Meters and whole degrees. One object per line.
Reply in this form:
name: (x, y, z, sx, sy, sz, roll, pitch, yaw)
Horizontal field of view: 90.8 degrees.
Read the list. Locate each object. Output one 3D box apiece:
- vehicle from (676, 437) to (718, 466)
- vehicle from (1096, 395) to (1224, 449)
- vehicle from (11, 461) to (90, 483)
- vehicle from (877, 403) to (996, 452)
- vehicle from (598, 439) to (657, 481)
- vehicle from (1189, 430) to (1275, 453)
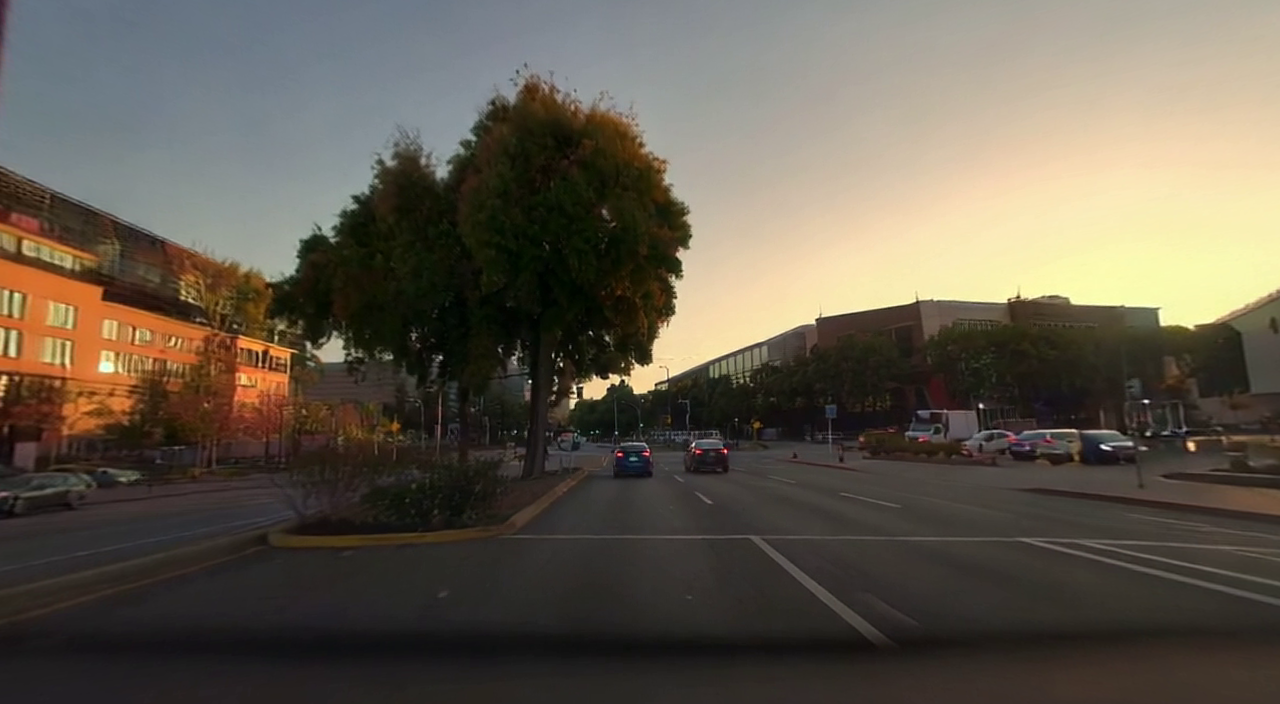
vehicle: (3.492, 6.185, 39.519, 2.100, 1.683, 4.231, 0, -8, -1)
vehicle: (33.147, 4.608, 40.628, 2.744, 3.127, 6.009, 0, -10, -2)
vehicle: (-42.955, 8.737, 46.080, 3.776, 1.466, 1.846, 0, -8, -2)
vehicle: (21.082, 5.440, 45.206, 7.049, 3.319, 2.728, 0, -8, -1)
vehicle: (-0.480, 4.181, 24.743, 2.110, 1.476, 4.294, 0, -8, -1)
vehicle: (38.362, 5.832, 41.085, 1.656, 1.427, 4.042, 0, -8, 1)
